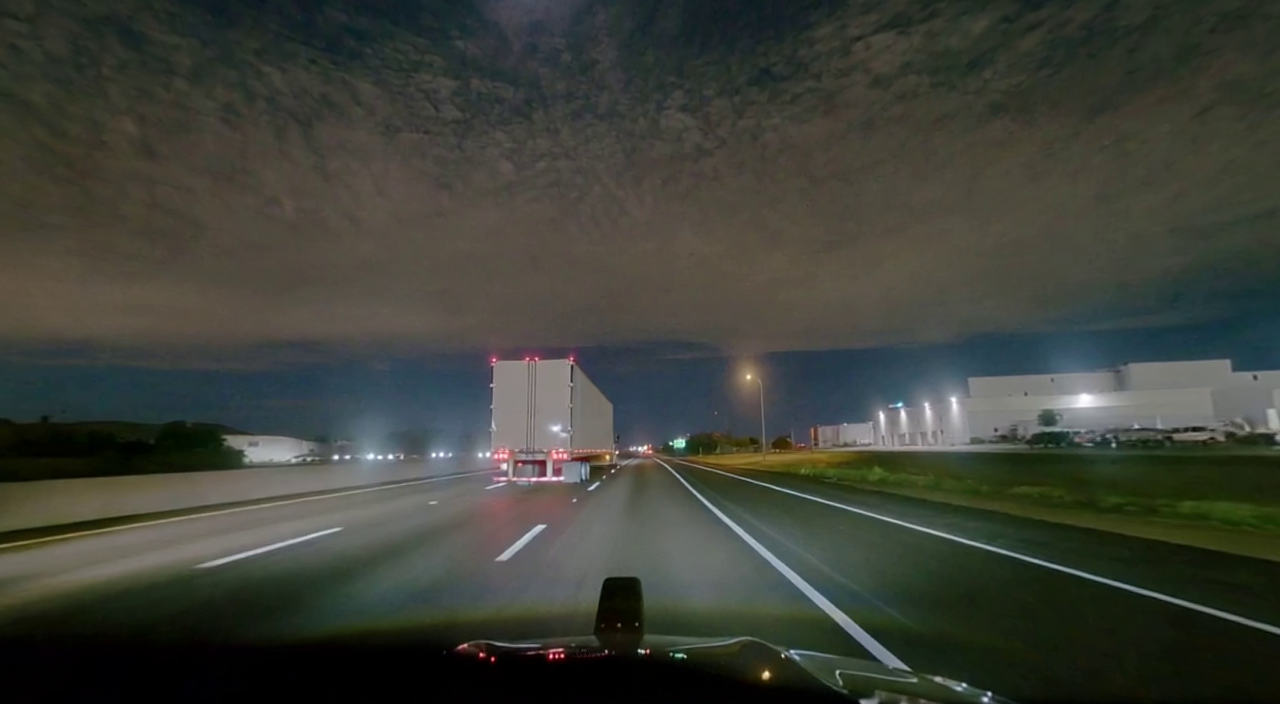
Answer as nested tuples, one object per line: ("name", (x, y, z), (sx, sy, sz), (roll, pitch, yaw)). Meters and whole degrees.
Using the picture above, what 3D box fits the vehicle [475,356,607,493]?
("vehicle", (-3.419, 3.362, 27.308), (2.939, 4.132, 16.303), (0, -8, 0))
